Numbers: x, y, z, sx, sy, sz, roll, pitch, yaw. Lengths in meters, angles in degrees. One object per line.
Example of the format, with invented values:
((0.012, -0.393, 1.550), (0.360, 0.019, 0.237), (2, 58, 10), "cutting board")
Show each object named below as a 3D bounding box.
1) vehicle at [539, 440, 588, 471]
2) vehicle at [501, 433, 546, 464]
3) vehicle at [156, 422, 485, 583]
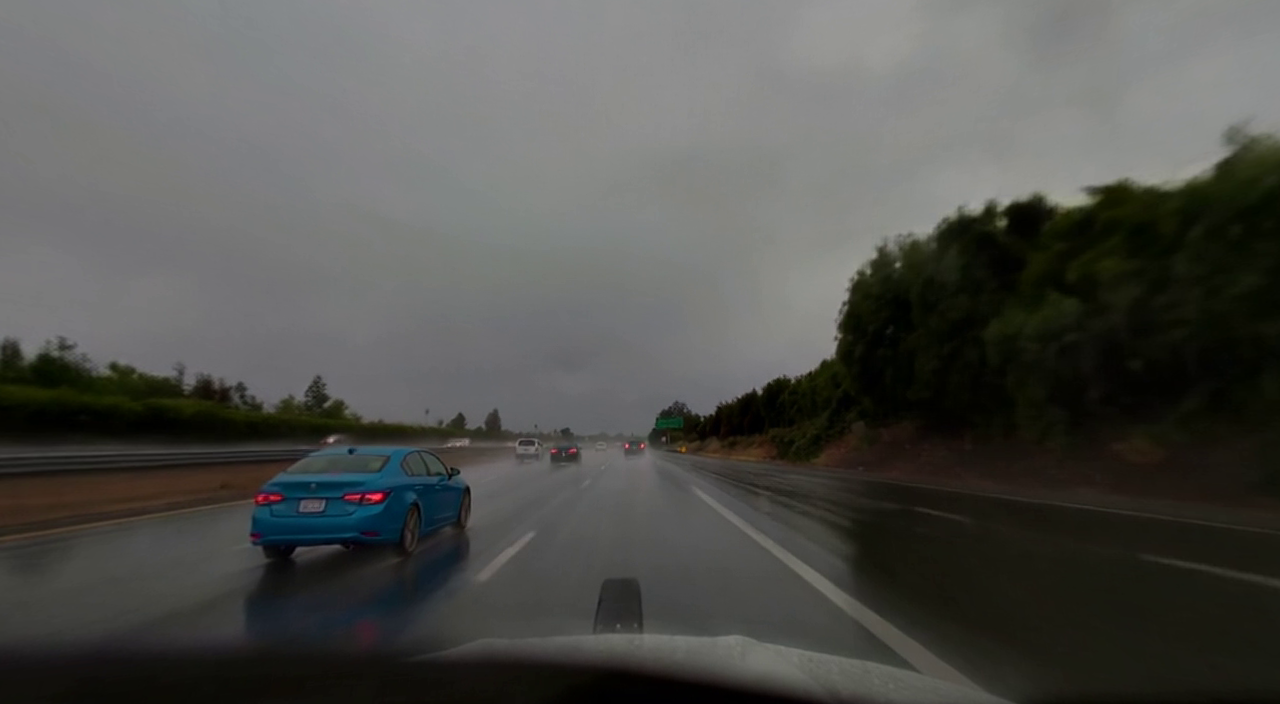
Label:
((-3.942, 5.391, 33.229), (2.068, 1.501, 4.395), (0, -8, -1), "vehicle")
((-7.911, 6.625, 43.337), (2.171, 1.982, 5.246), (0, -8, -1), "vehicle")
((-3.581, 1.754, 8.266), (2.025, 1.506, 4.429), (0, -8, -1), "vehicle")
